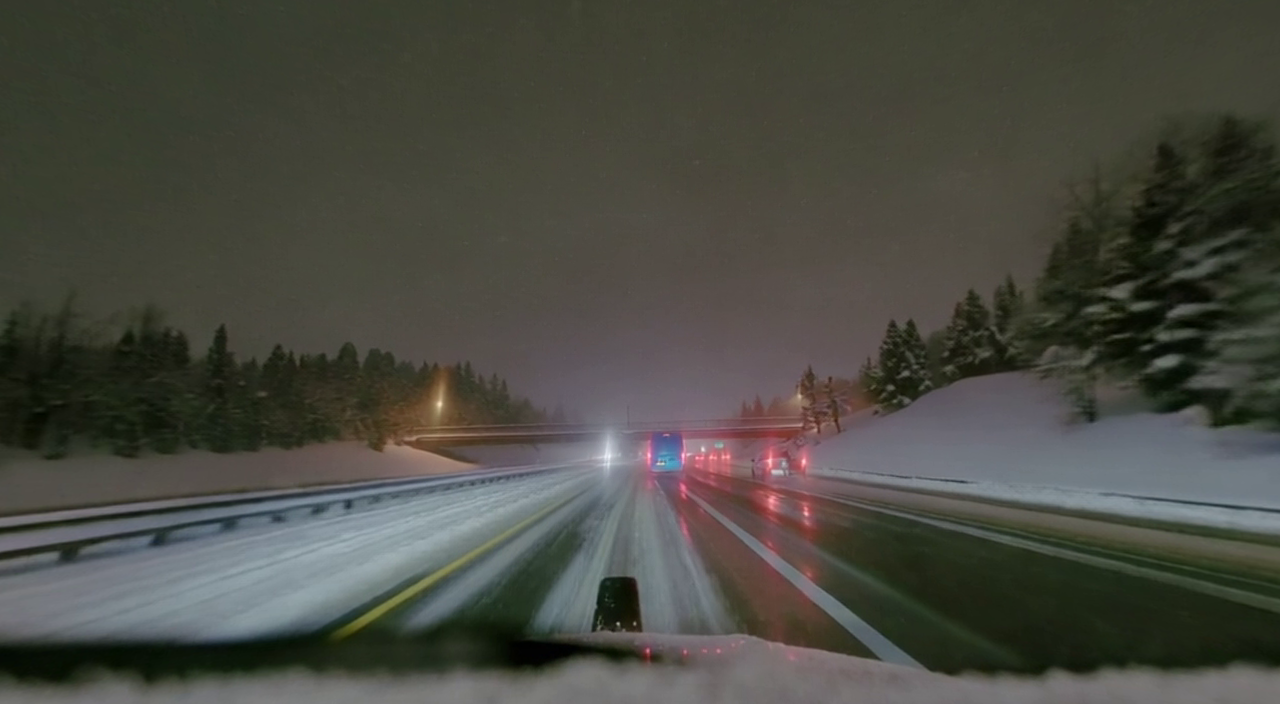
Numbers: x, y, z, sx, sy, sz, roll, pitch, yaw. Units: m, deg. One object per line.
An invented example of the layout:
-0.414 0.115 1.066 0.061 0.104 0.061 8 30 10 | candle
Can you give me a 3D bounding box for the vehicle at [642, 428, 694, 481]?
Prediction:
1.441 5.560 34.026 2.560 2.598 5.581 -1 -9 1 | vehicle
